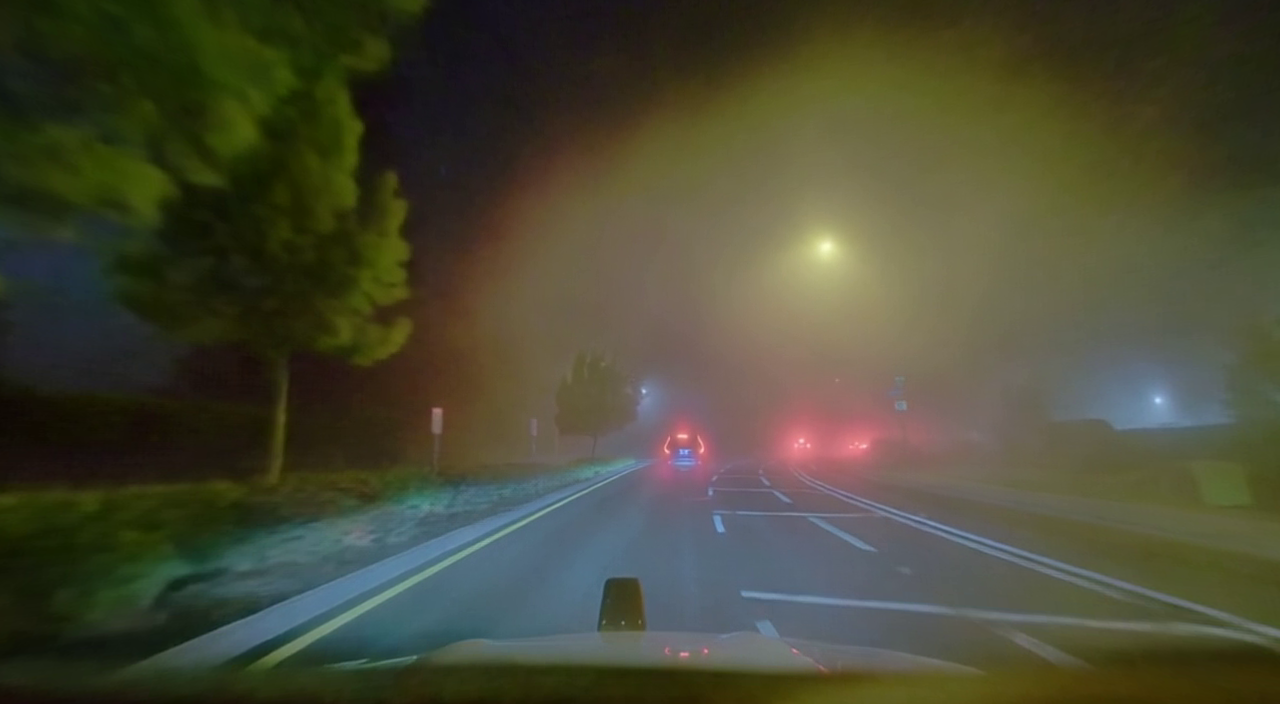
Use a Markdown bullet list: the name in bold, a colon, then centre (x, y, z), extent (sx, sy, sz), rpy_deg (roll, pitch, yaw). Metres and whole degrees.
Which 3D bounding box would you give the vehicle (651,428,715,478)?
- **vehicle**: centre (2.016, 4.414, 27.650), extent (2.371, 1.926, 5.615), rpy_deg (-1, -9, 8)
